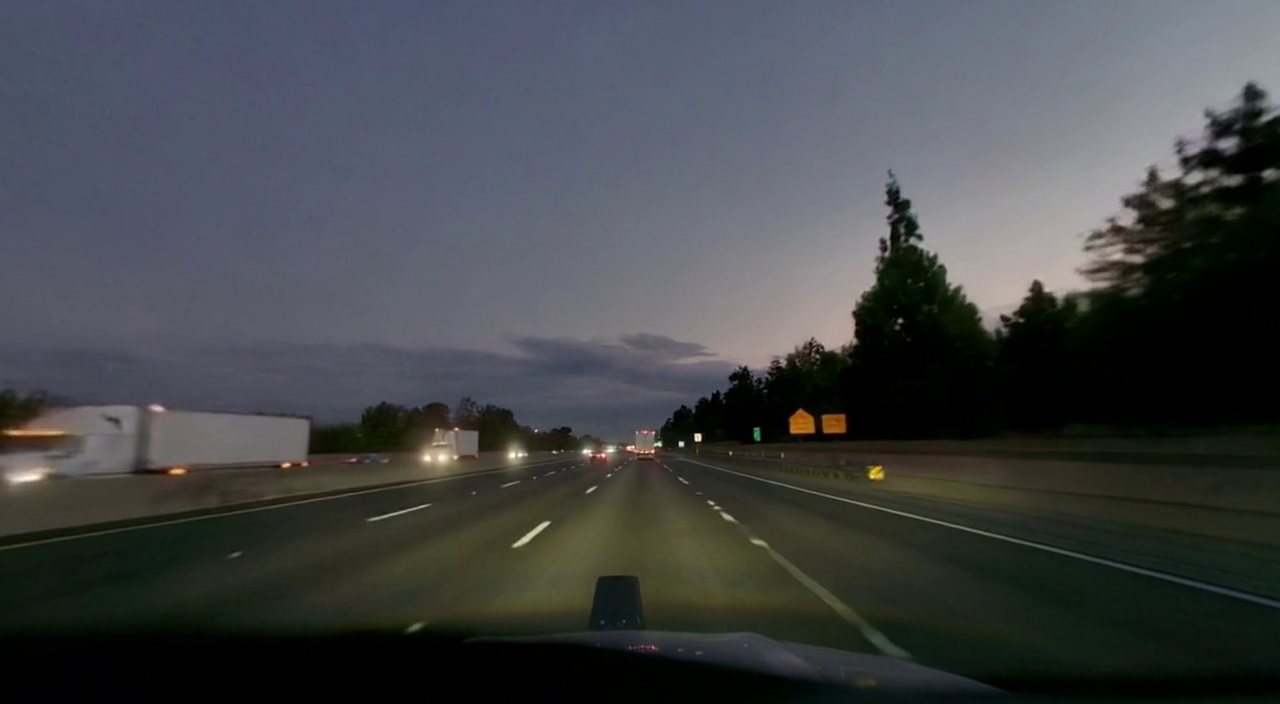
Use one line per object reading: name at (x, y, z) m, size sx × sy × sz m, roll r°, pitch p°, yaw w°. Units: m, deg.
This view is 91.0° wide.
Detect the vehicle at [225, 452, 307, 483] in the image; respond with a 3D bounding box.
vehicle at (-19.363, 5.963, 32.762) m, size 1.803 × 1.469 × 3.892 m, roll 0°, pitch -8°, yaw 1°

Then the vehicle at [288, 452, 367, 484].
vehicle at (-15.288, 5.660, 31.038) m, size 1.892 × 1.416 × 3.810 m, roll 0°, pitch -8°, yaw 0°

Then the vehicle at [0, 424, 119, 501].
vehicle at (-24.104, 4.265, 24.645) m, size 2.523 × 2.744 × 5.403 m, roll 0°, pitch -8°, yaw 2°
